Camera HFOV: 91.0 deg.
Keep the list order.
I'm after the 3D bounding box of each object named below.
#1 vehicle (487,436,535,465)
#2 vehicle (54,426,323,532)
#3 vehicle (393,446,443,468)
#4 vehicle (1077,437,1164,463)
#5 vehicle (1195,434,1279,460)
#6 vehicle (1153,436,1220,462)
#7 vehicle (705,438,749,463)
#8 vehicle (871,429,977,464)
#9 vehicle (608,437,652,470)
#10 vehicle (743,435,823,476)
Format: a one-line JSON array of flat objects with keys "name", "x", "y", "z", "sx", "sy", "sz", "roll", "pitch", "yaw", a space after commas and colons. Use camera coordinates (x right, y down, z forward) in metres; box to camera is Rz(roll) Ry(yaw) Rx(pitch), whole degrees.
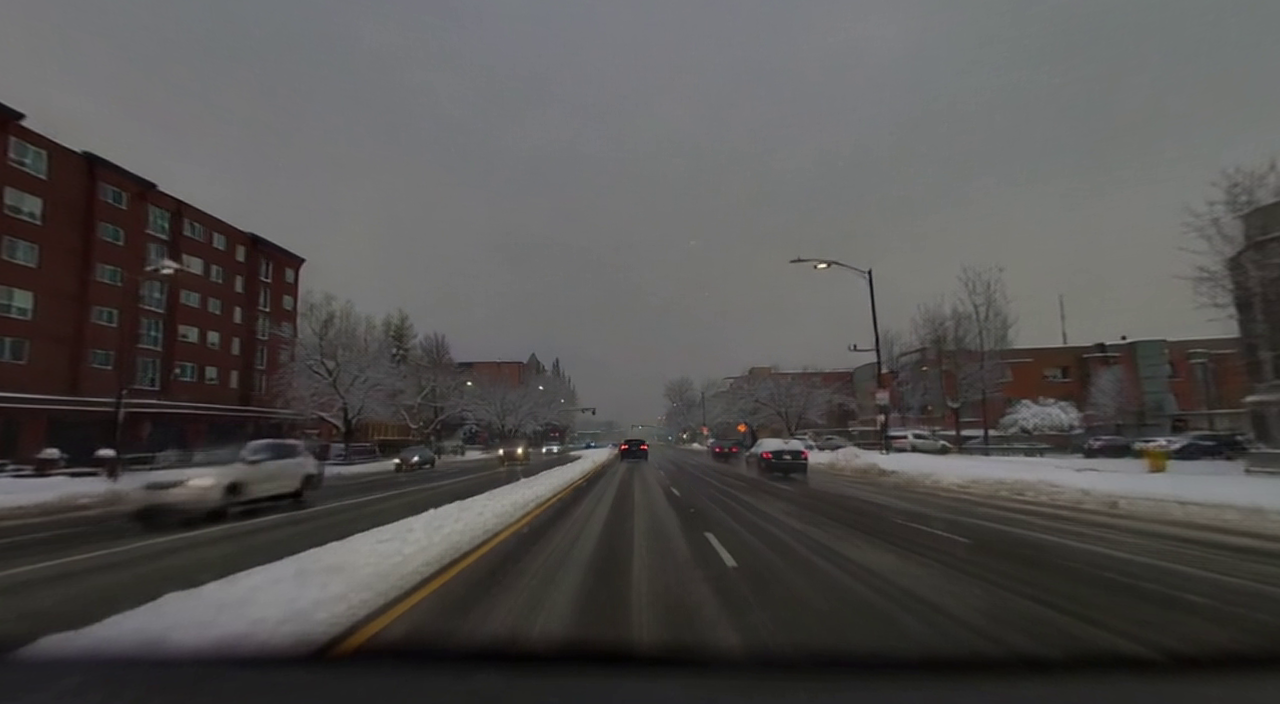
[{"name": "vehicle", "x": -8.875, "y": 6.851, "z": 43.739, "sx": 2.357, "sy": 1.894, "sz": 4.864, "roll": 0, "pitch": -9, "yaw": 0}, {"name": "vehicle", "x": -8.590, "y": 2.428, "z": 12.658, "sx": 2.013, "sy": 1.737, "sz": 4.510, "roll": 0, "pitch": -8, "yaw": 0}, {"name": "vehicle", "x": -16.100, "y": 7.635, "z": 45.860, "sx": 1.977, "sy": 1.514, "sz": 4.720, "roll": 0, "pitch": -8, "yaw": 0}, {"name": "vehicle", "x": 29.444, "y": 6.026, "z": 38.766, "sx": 1.781, "sy": 1.507, "sz": 4.628, "roll": 0, "pitch": -9, "yaw": 2}, {"name": "vehicle", "x": 37.026, "y": 5.896, "z": 39.026, "sx": 1.681, "sy": 1.536, "sz": 3.704, "roll": 0, "pitch": -8, "yaw": 0}, {"name": "vehicle", "x": 33.596, "y": 5.975, "z": 38.808, "sx": 1.932, "sy": 1.536, "sz": 3.835, "roll": -3, "pitch": -9, "yaw": 23}, {"name": "vehicle", "x": 5.587, "y": 6.407, "z": 40.945, "sx": 2.154, "sy": 1.554, "sz": 4.149, "roll": 0, "pitch": -8, "yaw": -2}, {"name": "vehicle", "x": 17.520, "y": 5.843, "z": 39.002, "sx": 5.388, "sy": 2.082, "sz": 2.328, "roll": 1, "pitch": -9, "yaw": -5}, {"name": "vehicle", "x": -0.500, "y": 5.142, "z": 32.039, "sx": 2.106, "sy": 1.553, "sz": 3.964, "roll": 0, "pitch": -8, "yaw": -1}, {"name": "vehicle", "x": 5.883, "y": 4.329, "z": 26.539, "sx": 2.121, "sy": 1.557, "sz": 4.898, "roll": 0, "pitch": -8, "yaw": -2}]
